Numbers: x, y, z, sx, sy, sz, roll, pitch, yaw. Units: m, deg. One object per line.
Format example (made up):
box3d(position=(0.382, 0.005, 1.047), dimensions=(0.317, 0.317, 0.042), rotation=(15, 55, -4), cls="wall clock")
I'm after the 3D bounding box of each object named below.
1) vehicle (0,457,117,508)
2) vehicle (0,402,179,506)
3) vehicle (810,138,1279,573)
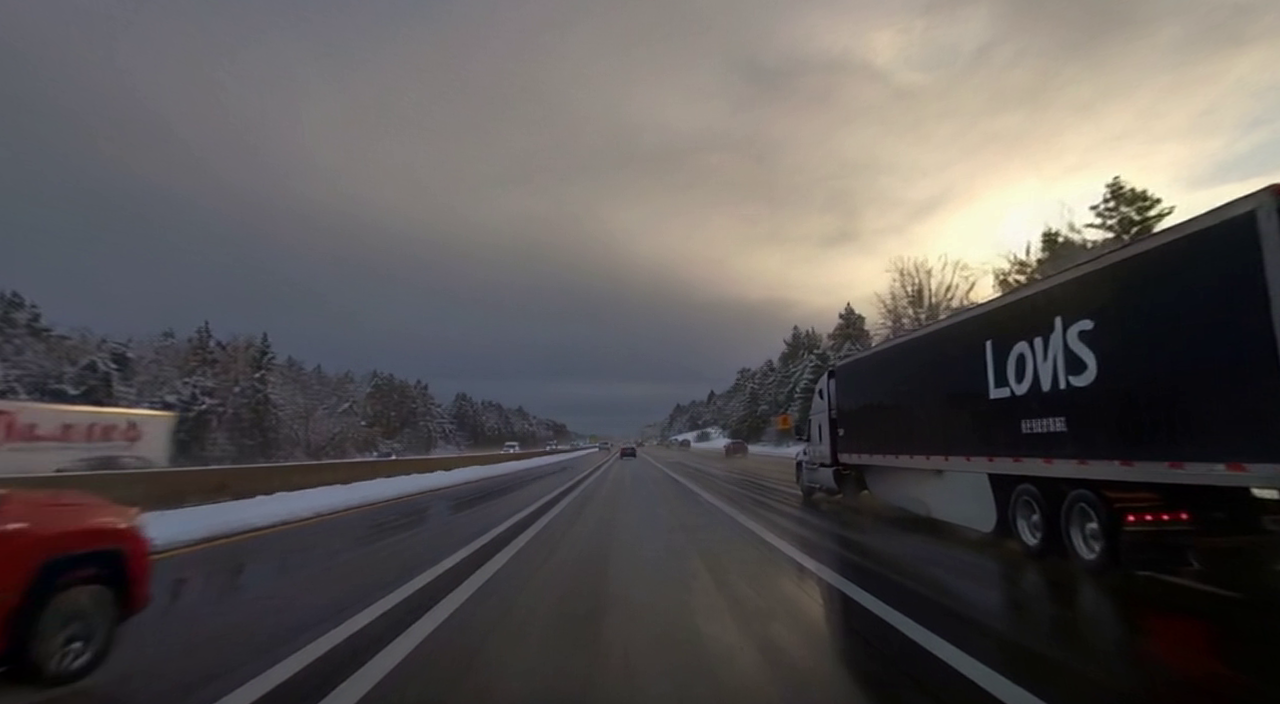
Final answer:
box3d(position=(-22.947, 4.849, 23.907), dimensions=(2.098, 1.674, 4.926), rotation=(0, -9, -1), cls="vehicle")
box3d(position=(-27.333, 4.358, 27.128), dimensions=(2.927, 4.151, 16.512), rotation=(0, -9, -1), cls="vehicle")
box3d(position=(7.404, 1.071, 12.937), dimensions=(2.892, 4.128, 16.495), rotation=(0, -9, -2), cls="vehicle")
